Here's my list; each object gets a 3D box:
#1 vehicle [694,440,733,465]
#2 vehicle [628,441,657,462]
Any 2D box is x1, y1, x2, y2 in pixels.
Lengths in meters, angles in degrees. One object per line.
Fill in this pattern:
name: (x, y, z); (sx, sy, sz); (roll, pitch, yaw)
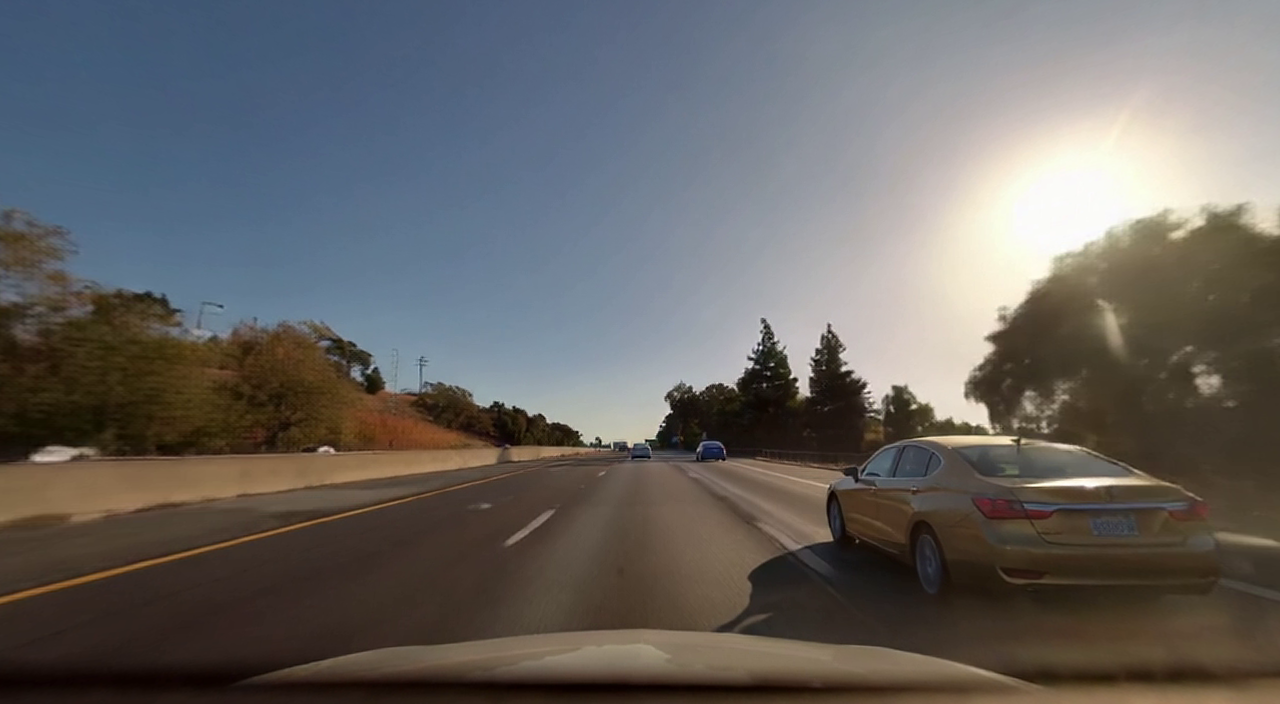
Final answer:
vehicle: (4.740, 6.560, 41.139); (2.008, 1.524, 4.598); (0, -8, -1)
vehicle: (0.180, 7.410, 46.955); (2.052, 1.449, 3.857); (0, -8, 0)
